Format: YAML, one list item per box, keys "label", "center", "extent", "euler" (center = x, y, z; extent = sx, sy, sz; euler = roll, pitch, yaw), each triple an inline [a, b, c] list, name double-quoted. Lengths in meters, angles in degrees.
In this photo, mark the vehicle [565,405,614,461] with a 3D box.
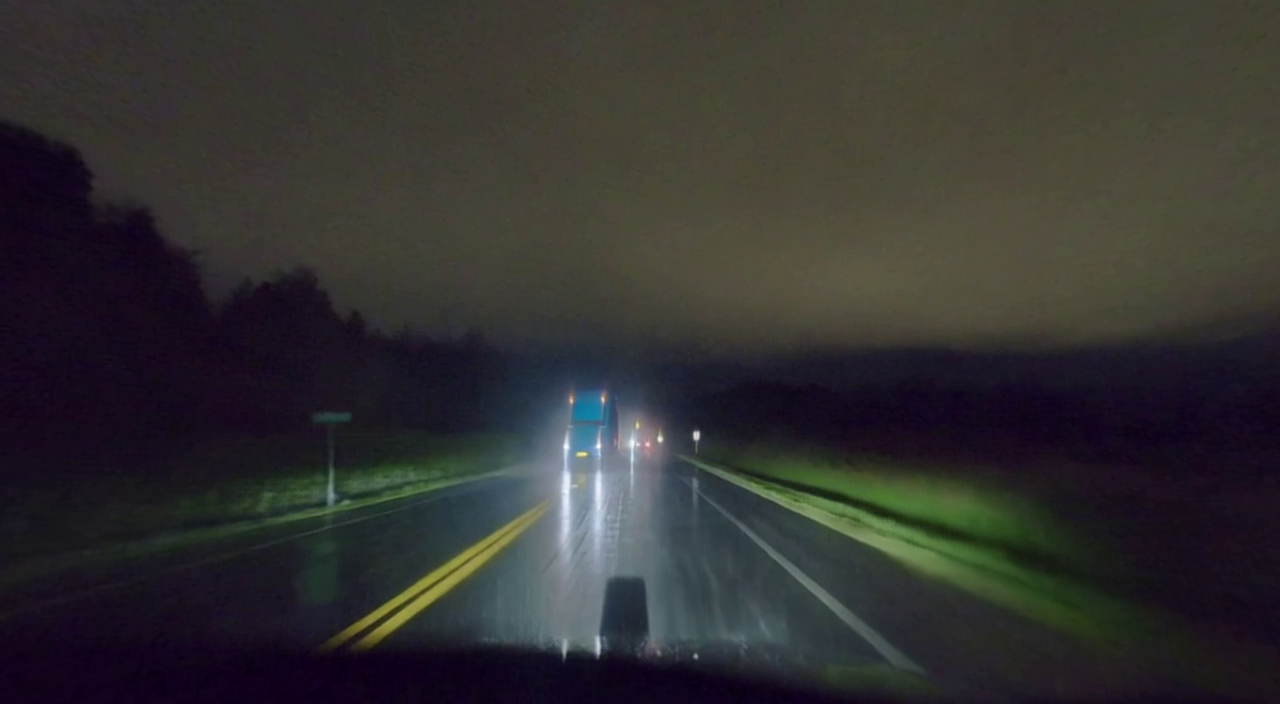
- label: "vehicle"
  center: [-3.703, 6.173, 47.585]
  extent: [3.025, 3.821, 6.232]
  euler: [-1, -9, 2]
